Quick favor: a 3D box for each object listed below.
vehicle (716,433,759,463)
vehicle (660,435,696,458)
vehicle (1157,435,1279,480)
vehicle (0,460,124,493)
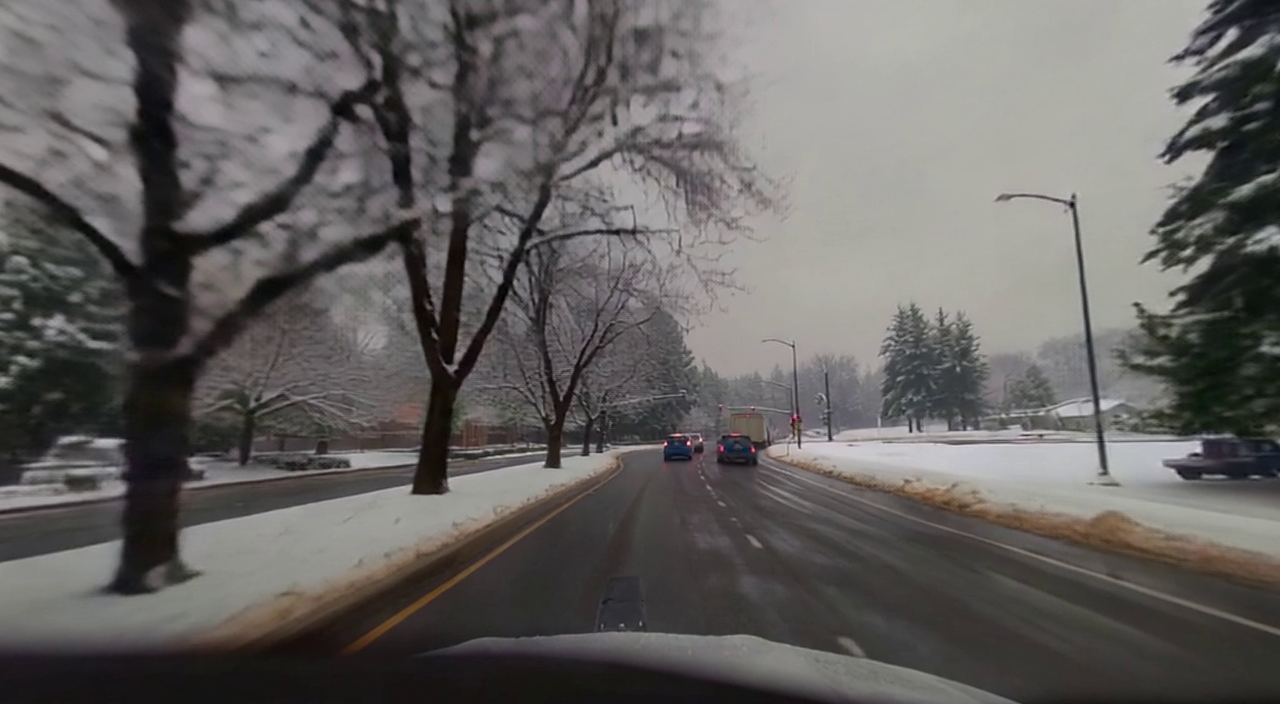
[{"bbox_3d":[5.271,5.251,34.625,1.989,1.497,4.436,-1,-8,5],"label":"vehicle"},{"bbox_3d":[2.639,6.431,43.043,2.066,1.482,4.273,-1,-8,8],"label":"vehicle"},{"bbox_3d":[20.500,3.516,21.093,4.627,1.418,1.800,-1,-8,6],"label":"vehicle"},{"bbox_3d":[-27.812,5.979,30.367,4.275,1.430,1.878,-1,-8,3],"label":"vehicle"}]
